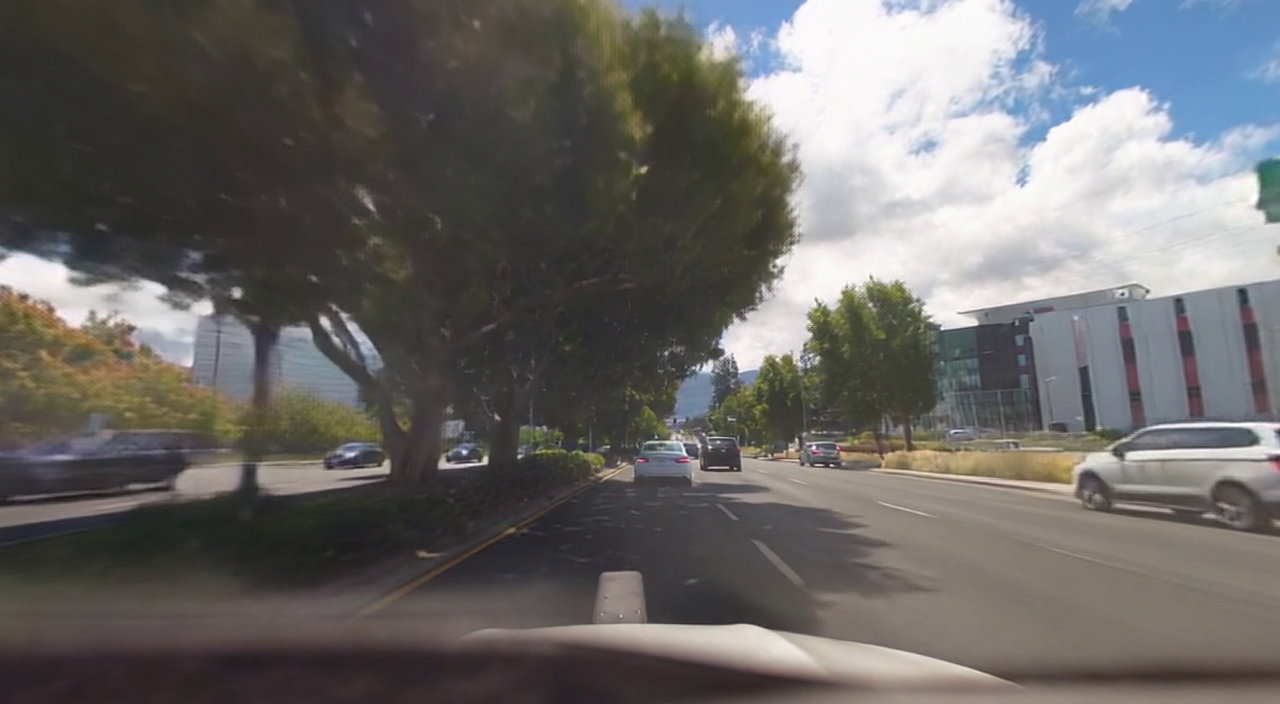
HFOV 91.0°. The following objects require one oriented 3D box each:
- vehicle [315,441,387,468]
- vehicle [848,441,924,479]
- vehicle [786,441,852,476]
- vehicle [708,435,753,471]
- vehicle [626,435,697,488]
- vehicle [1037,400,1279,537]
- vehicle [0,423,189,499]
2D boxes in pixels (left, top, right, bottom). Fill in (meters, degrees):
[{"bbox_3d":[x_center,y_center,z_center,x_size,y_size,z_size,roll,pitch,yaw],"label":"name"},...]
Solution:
[{"bbox_3d":[-16.747,5.944,36.776,1.874,1.441,4.625,0,-8,2],"label":"vehicle"},{"bbox_3d":[12.417,5.466,32.168,2.106,1.719,4.830,0,-9,2],"label":"vehicle"},{"bbox_3d":[8.279,4.959,29.596,1.928,1.488,4.361,0,-8,2],"label":"vehicle"},{"bbox_3d":[4.859,5.499,34.379,1.976,1.796,4.159,0,-8,2],"label":"vehicle"},{"bbox_3d":[0.718,3.676,21.435,2.145,1.603,4.369,0,-8,2],"label":"vehicle"},{"bbox_3d":[11.085,2.148,12.069,2.493,2.084,6.892,0,-8,1],"label":"vehicle"},{"bbox_3d":[-12.805,2.474,14.596,1.785,1.503,3.885,0,-8,0],"label":"vehicle"}]
